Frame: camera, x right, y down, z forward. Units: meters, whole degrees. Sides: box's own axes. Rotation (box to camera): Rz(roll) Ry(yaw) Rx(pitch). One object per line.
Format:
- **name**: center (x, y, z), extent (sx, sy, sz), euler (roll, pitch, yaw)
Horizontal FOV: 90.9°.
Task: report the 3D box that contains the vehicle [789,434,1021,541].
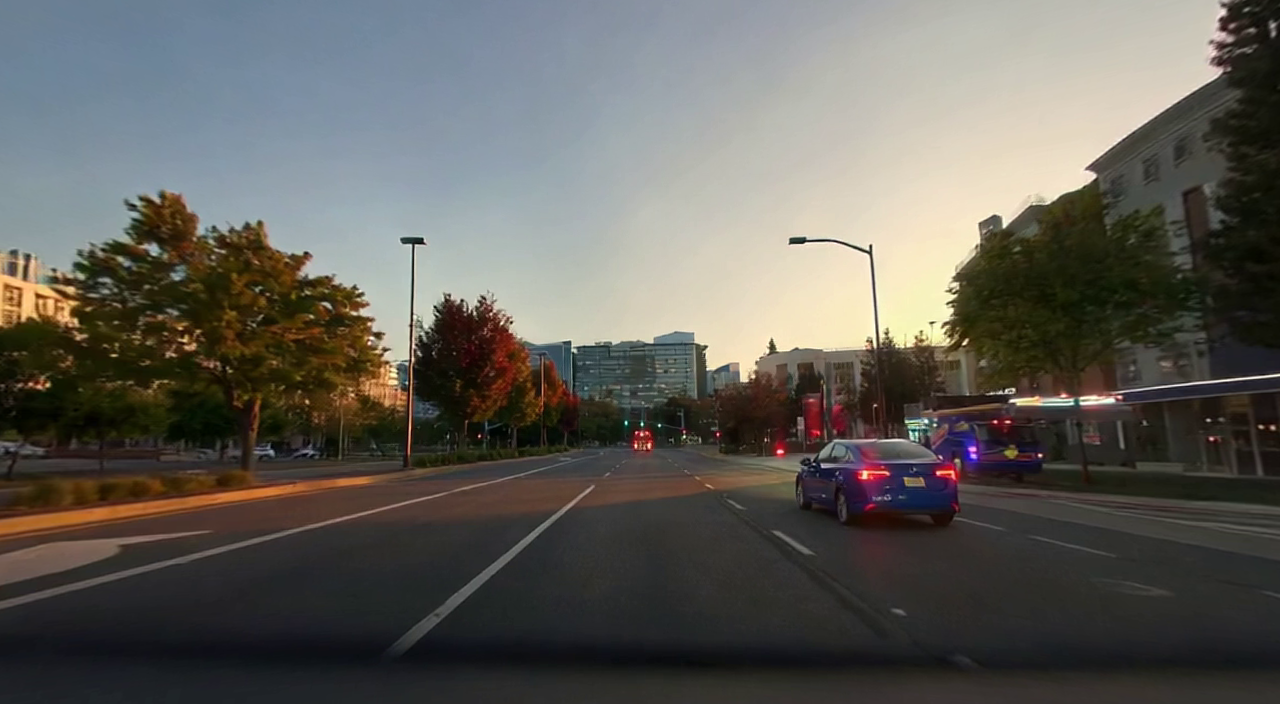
- **vehicle**: center (4.185, 2.204, 11.013), extent (2.005, 1.442, 4.675), euler (0, -8, 0)
